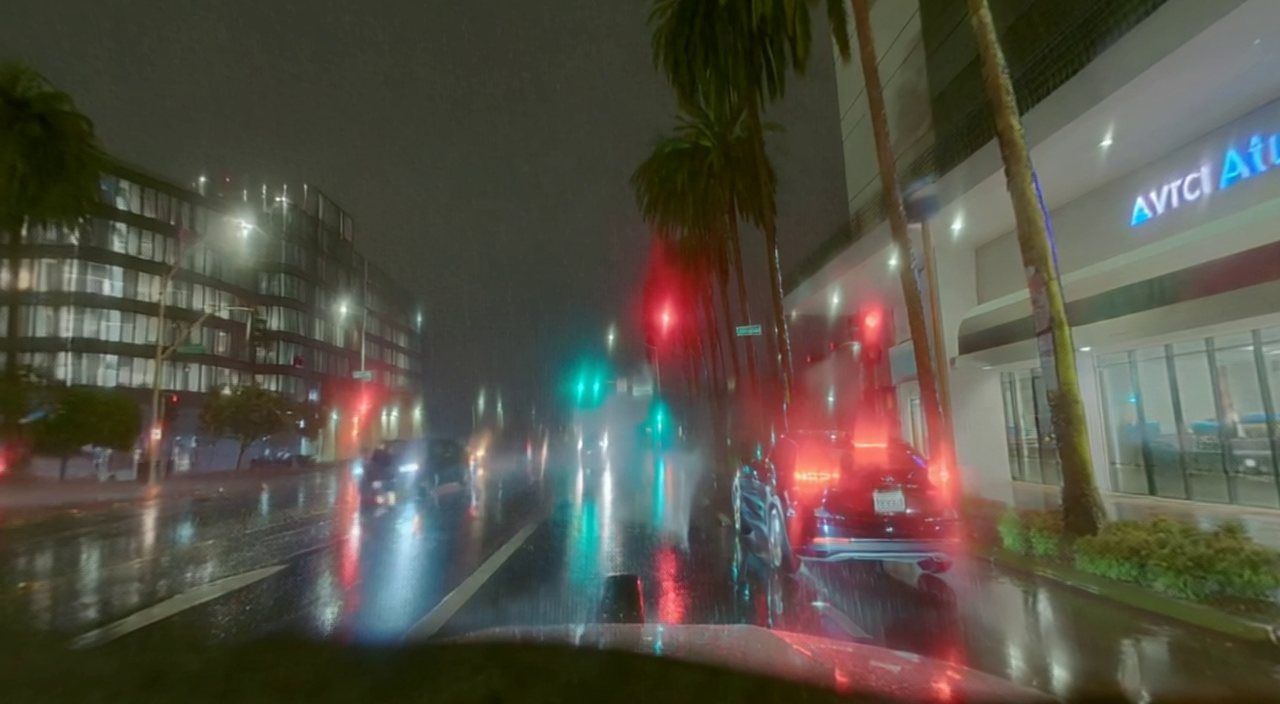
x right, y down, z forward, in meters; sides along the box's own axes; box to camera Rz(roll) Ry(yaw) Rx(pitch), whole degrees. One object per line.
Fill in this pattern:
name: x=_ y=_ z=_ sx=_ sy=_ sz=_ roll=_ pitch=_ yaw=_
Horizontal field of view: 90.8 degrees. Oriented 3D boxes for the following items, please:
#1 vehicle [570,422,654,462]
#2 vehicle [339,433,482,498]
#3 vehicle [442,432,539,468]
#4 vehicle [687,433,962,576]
vehicle: x=-1.408 y=4.943 z=34.684 sx=2.190 sy=1.964 sz=5.614 roll=-4 pitch=-9 yaw=26
vehicle: x=-5.879 y=2.957 z=16.866 sx=2.052 sy=1.478 sz=4.395 roll=0 pitch=-8 yaw=2
vehicle: x=-8.122 y=5.376 z=34.852 sx=2.029 sy=1.822 sz=5.090 roll=-6 pitch=-10 yaw=35
vehicle: x=2.144 y=1.948 z=9.056 sx=2.090 sy=1.466 sz=4.676 roll=1 pitch=-8 yaw=-6
